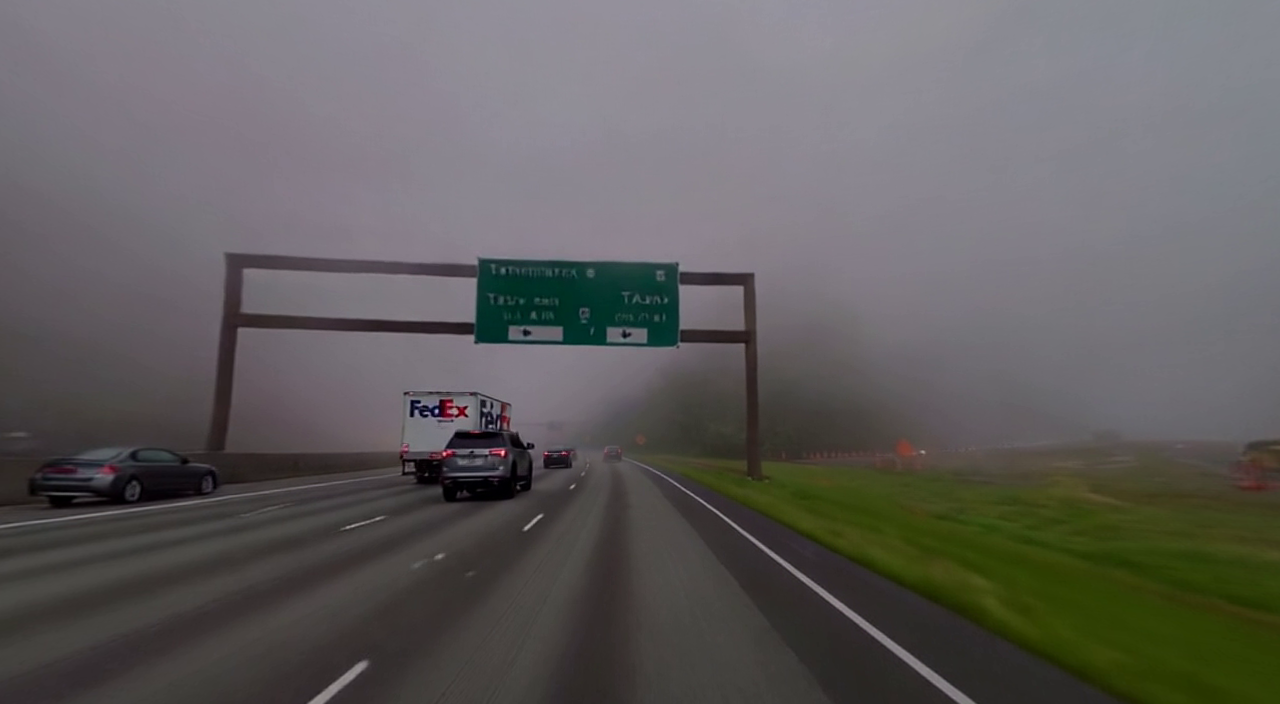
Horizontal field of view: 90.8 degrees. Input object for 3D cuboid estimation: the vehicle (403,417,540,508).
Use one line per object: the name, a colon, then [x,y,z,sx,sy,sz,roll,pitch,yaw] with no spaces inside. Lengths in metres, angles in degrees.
vehicle: [-3.910,2.680,15.671,2.170,1.886,4.628,0,-9,-1]

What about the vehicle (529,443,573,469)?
vehicle: [-5.336,6.307,38.447,2.192,1.478,4.591,0,-9,-3]

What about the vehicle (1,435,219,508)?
vehicle: [-13.756,3.098,16.857,2.018,1.668,4.409,0,-9,-1]

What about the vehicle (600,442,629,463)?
vehicle: [-1.996,7.680,48.403,2.043,1.489,3.839,0,-9,-5]
